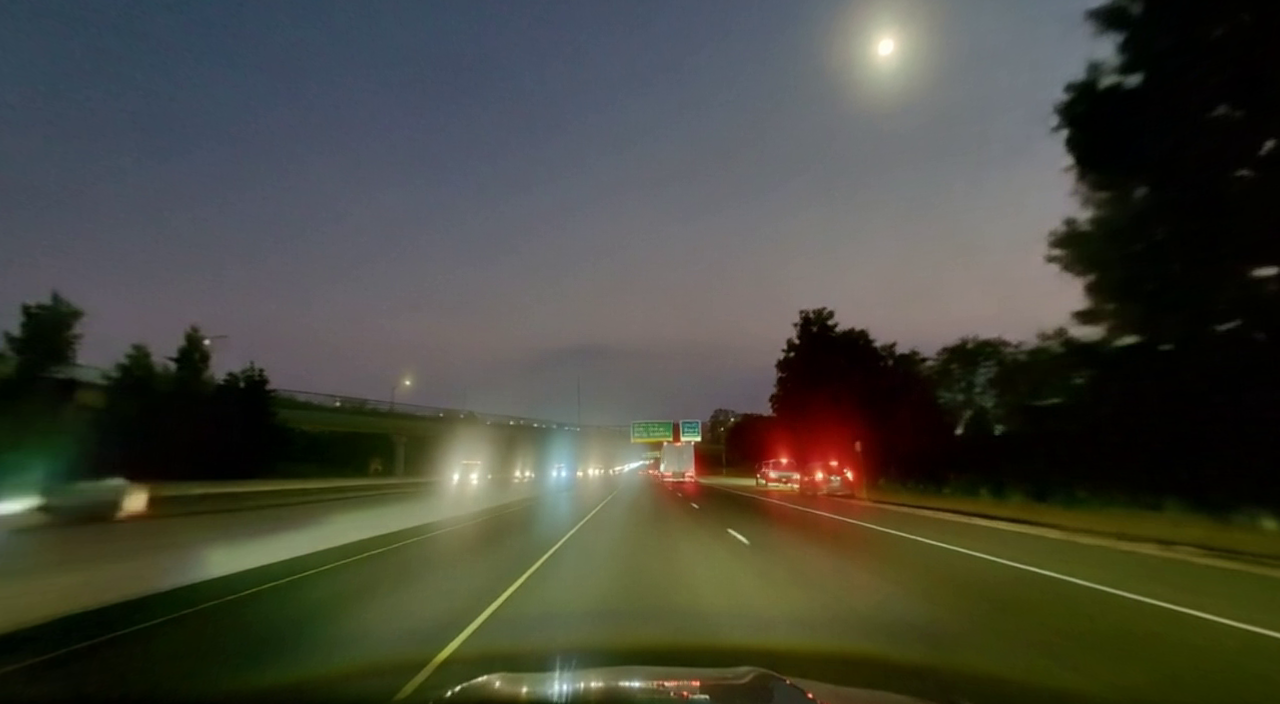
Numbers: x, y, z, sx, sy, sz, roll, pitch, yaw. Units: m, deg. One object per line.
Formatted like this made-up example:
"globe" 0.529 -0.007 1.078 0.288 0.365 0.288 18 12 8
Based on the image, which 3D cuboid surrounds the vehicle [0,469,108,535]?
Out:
"vehicle" -15.751 3.594 15.207 2.087 1.459 4.210 1 -10 0
